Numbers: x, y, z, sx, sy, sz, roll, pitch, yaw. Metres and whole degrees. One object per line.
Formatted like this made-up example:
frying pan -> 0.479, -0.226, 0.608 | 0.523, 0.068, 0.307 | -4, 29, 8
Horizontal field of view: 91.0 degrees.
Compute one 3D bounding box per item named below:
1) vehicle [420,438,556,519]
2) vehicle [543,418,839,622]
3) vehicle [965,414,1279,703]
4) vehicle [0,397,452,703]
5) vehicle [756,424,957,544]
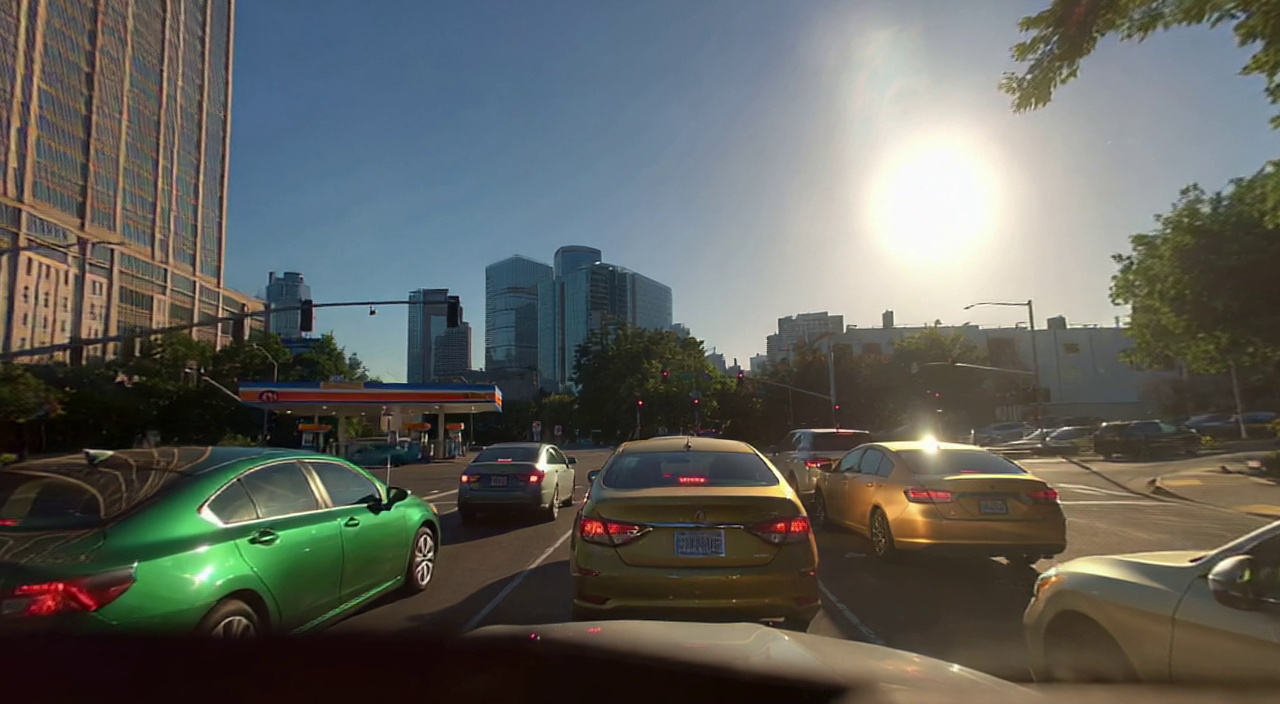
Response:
vehicle -> -3.077, 2.645, 13.709 | 1.867, 1.474, 4.237 | 0, -9, 1
vehicle -> 0.326, 1.585, 6.950 | 2.220, 1.507, 4.317 | 0, -9, -2
vehicle -> 4.176, 1.135, 3.614 | 1.950, 1.497, 4.686 | 0, -9, -3
vehicle -> -3.011, 1.248, 4.625 | 1.887, 1.493, 4.255 | 0, -9, 1
vehicle -> 3.373, 2.128, 10.797 | 1.947, 1.630, 4.127 | 0, -9, 0
